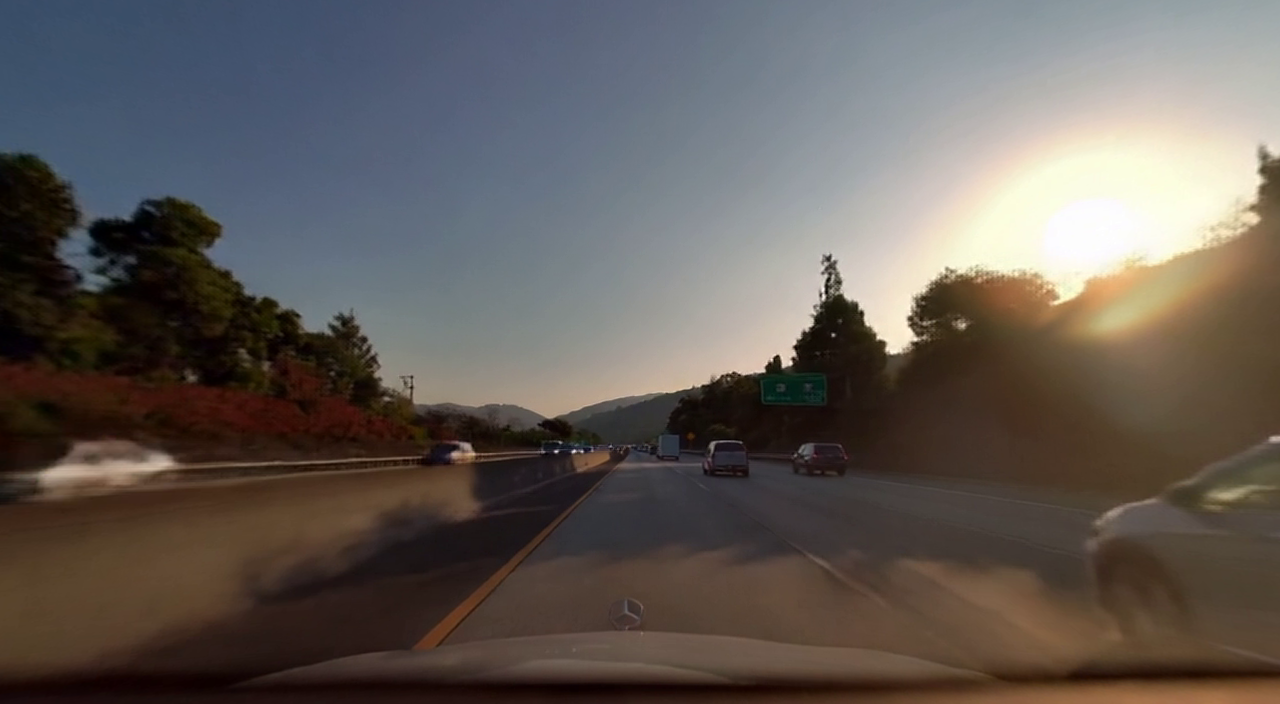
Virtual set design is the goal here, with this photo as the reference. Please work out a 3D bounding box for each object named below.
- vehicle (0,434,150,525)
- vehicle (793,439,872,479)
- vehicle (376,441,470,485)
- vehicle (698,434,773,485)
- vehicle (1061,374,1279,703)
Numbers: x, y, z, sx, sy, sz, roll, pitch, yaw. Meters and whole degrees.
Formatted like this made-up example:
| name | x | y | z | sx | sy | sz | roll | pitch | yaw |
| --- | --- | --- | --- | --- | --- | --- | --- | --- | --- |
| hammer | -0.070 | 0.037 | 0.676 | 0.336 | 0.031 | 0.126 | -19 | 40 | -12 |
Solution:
| name | x | y | z | sx | sy | sz | roll | pitch | yaw |
| --- | --- | --- | --- | --- | --- | --- | --- | --- | --- |
| vehicle | -11.734 | 2.273 | 11.403 | 1.898 | 1.506 | 4.812 | 0 | -9 | -1 |
| vehicle | 8.548 | 4.771 | 28.442 | 2.018 | 1.636 | 4.510 | 0 | -9 | -1 |
| vehicle | -8.154 | 4.204 | 24.231 | 2.021 | 1.518 | 4.663 | 0 | -9 | -1 |
| vehicle | 3.554 | 4.115 | 24.410 | 2.070 | 1.751 | 4.576 | 0 | -9 | -1 |
| vehicle | 3.625 | 0.769 | 1.736 | 2.023 | 1.603 | 4.159 | 0 | -9 | 0 |
